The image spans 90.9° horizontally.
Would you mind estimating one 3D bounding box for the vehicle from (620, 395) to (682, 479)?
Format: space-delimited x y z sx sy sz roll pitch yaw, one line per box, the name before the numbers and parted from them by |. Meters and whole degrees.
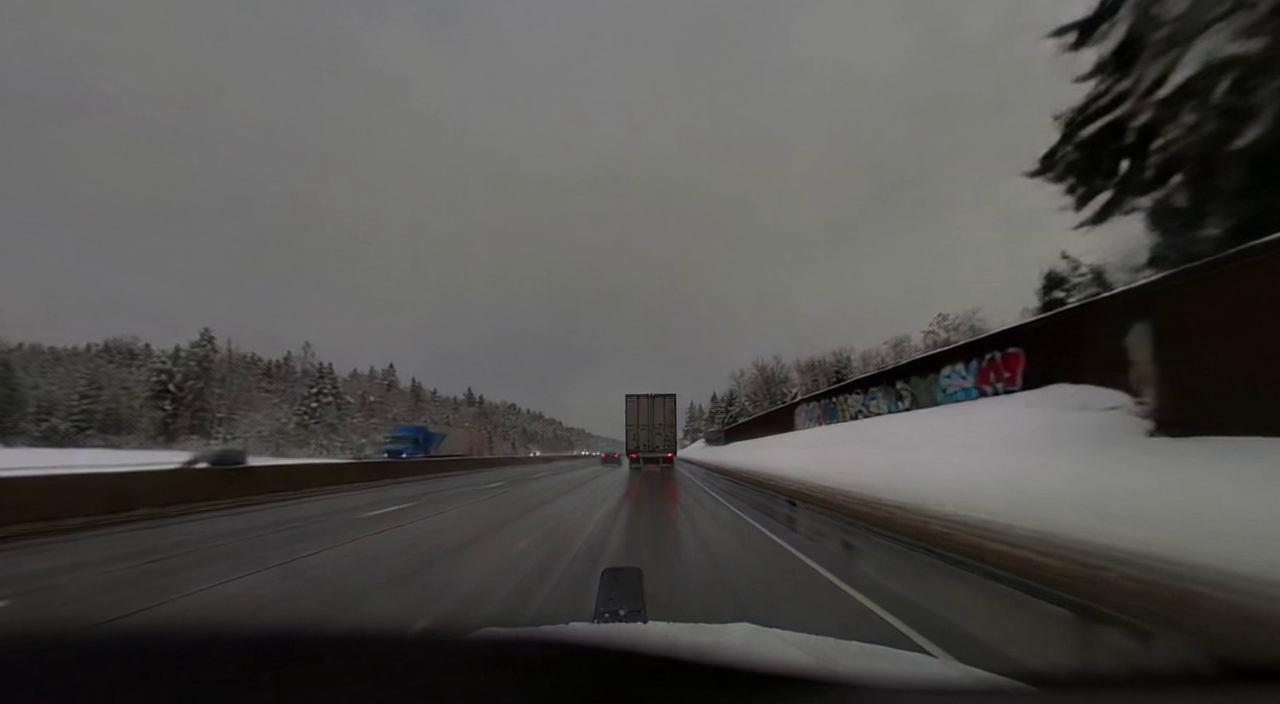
vehicle | 0.537 4.989 36.146 2.997 4.069 10.871 0 -9 0
